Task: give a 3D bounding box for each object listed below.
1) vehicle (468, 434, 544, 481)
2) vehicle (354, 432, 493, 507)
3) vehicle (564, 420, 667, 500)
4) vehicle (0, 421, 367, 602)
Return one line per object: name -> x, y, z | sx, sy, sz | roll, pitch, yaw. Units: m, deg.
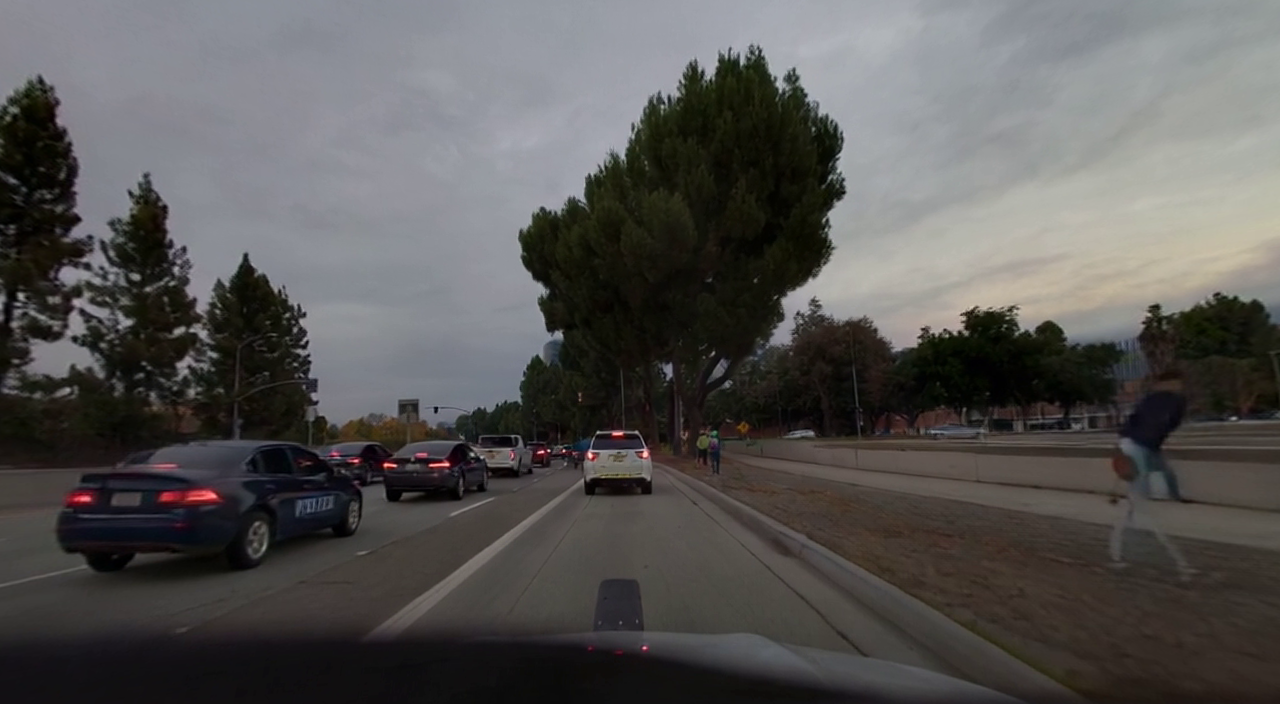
vehicle -> -5.509, 4.421, 26.711 | 2.188, 1.774, 4.477 | 0, -9, 1
vehicle -> -5.477, 3.024, 16.723 | 2.010, 1.674, 4.484 | 0, -9, 1
vehicle -> -0.642, 2.824, 16.806 | 2.368, 1.829, 4.293 | 0, -9, -2
vehicle -> -5.336, 1.760, 7.845 | 2.069, 1.616, 4.108 | 0, -9, -1
